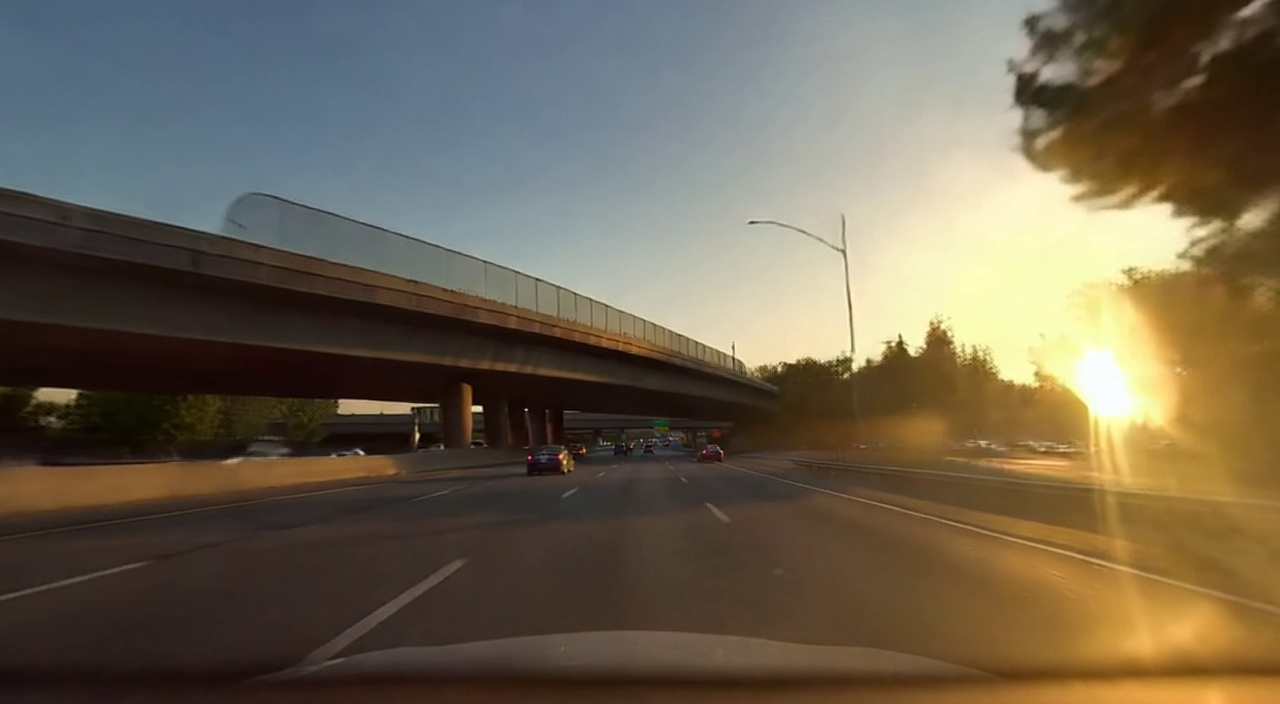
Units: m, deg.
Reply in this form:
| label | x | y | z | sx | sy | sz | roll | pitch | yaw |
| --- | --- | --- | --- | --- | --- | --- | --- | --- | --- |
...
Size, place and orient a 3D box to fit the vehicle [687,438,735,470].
| label | x | y | z | sx | sy | sz | roll | pitch | yaw |
| --- | --- | --- | --- | --- | --- | --- | --- | --- | --- |
| vehicle | 4.039 | 5.860 | 36.467 | 2.229 | 1.704 | 4.392 | 0 | -8 | 0 |

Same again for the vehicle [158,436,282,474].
| label | x | y | z | sx | sy | sz | roll | pitch | yaw |
| --- | --- | --- | --- | --- | --- | --- | --- | --- | --- |
| vehicle | -20.977 | 5.160 | 31.927 | 2.254 | 1.745 | 5.708 | 0 | -8 | 1 |

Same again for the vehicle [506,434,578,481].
| label | x | y | z | sx | sy | sz | roll | pitch | yaw |
| --- | --- | --- | --- | --- | --- | --- | --- | --- | --- |
| vehicle | -3.889 | 4.305 | 25.927 | 2.196 | 1.733 | 4.355 | 0 | -8 | 1 |

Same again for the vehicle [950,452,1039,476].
| label | x | y | z | sx | sy | sz | roll | pitch | yaw |
| --- | --- | --- | --- | --- | --- | --- | --- | --- | --- |
| vehicle | 22.900 | 7.235 | 40.834 | 4.578 | 1.468 | 2.021 | 0 | -8 | -4 |
